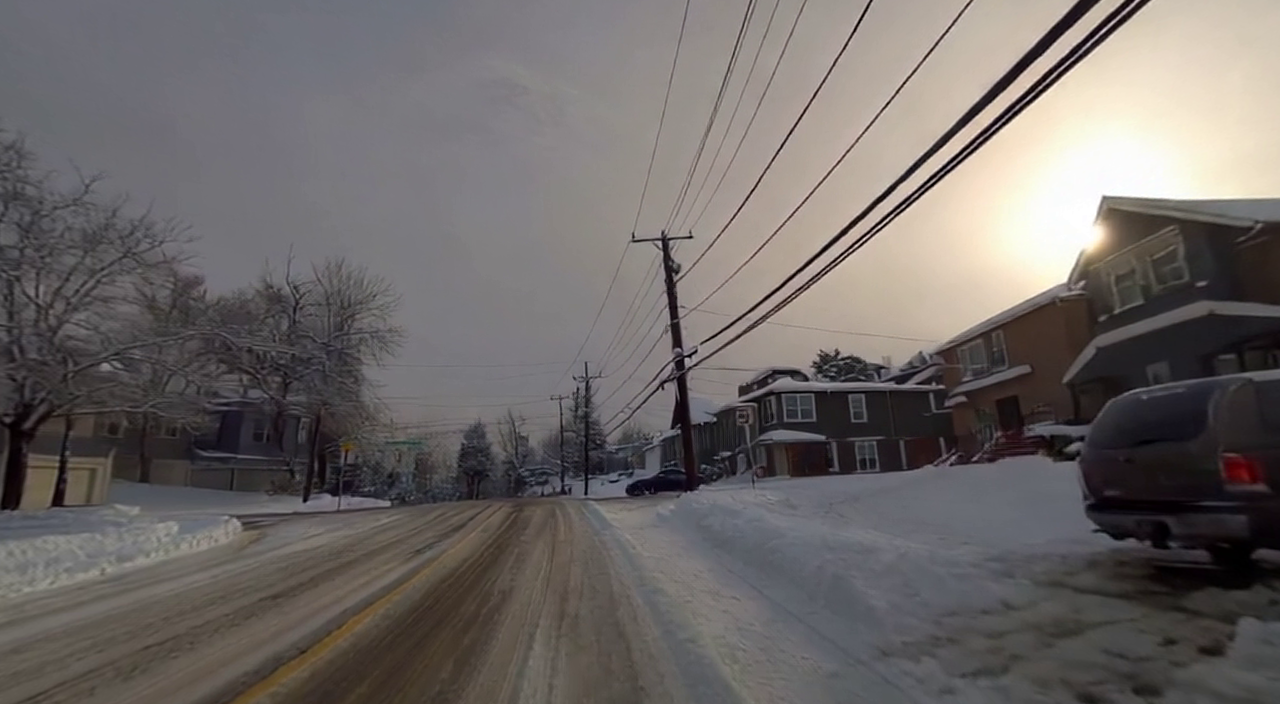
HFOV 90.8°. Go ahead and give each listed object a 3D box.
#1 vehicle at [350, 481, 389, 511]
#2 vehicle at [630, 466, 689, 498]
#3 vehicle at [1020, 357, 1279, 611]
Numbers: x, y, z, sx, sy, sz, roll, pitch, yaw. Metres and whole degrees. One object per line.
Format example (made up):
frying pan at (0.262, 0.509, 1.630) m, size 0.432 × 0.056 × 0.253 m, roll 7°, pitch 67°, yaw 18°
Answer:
vehicle at (-17.150, 9.053, 39.915) m, size 1.994 × 1.515 × 4.385 m, roll 4°, pitch -9°, yaw -25°
vehicle at (1.237, 8.864, 43.446) m, size 2.184 × 1.885 × 5.343 m, roll 3°, pitch -9°, yaw -20°
vehicle at (7.264, 0.930, 6.074) m, size 5.578 × 1.842 × 2.300 m, roll -6°, pitch -11°, yaw -3°
